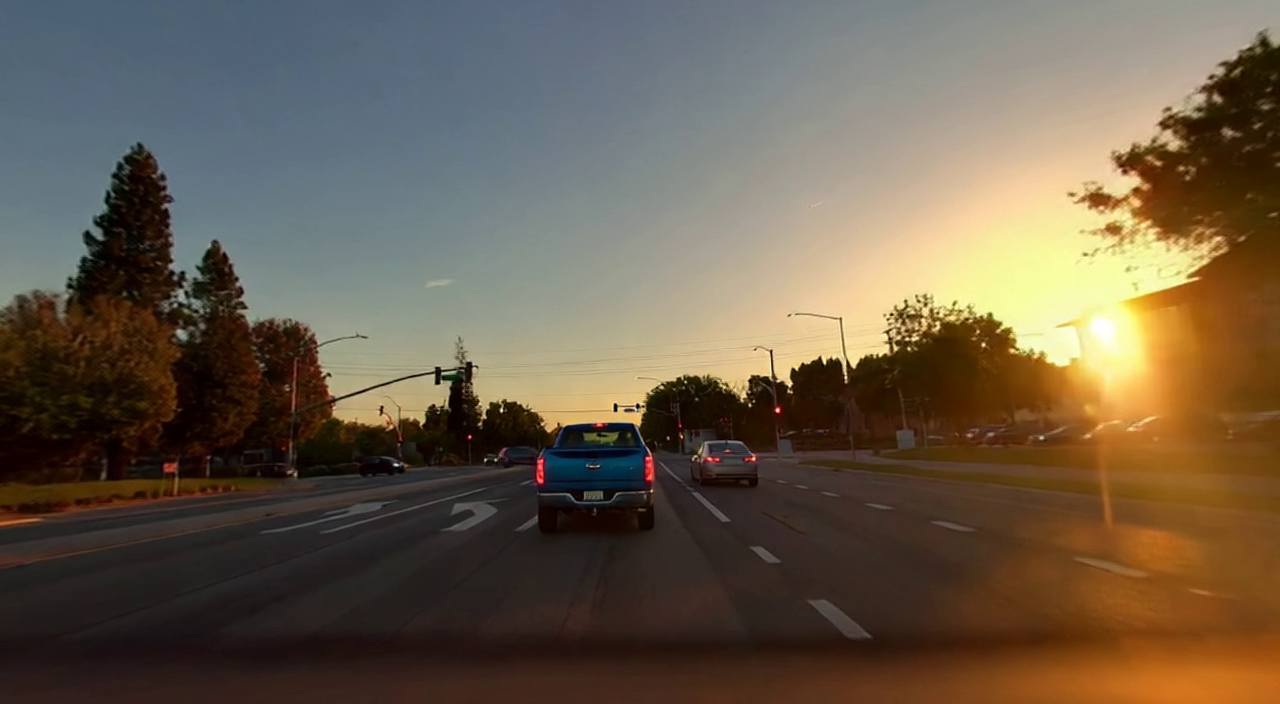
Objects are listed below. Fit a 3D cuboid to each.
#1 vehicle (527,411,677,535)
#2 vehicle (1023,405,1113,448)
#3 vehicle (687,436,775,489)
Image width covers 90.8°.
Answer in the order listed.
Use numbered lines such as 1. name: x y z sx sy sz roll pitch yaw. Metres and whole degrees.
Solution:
1. vehicle: -0.553 2.087 11.482 2.145 1.762 4.731 0 -8 0
2. vehicle: 30.286 5.385 44.880 2.892 2.881 4.178 2 -9 -16
3. vehicle: 2.788 3.501 20.351 2.073 1.484 4.437 0 -8 -1
